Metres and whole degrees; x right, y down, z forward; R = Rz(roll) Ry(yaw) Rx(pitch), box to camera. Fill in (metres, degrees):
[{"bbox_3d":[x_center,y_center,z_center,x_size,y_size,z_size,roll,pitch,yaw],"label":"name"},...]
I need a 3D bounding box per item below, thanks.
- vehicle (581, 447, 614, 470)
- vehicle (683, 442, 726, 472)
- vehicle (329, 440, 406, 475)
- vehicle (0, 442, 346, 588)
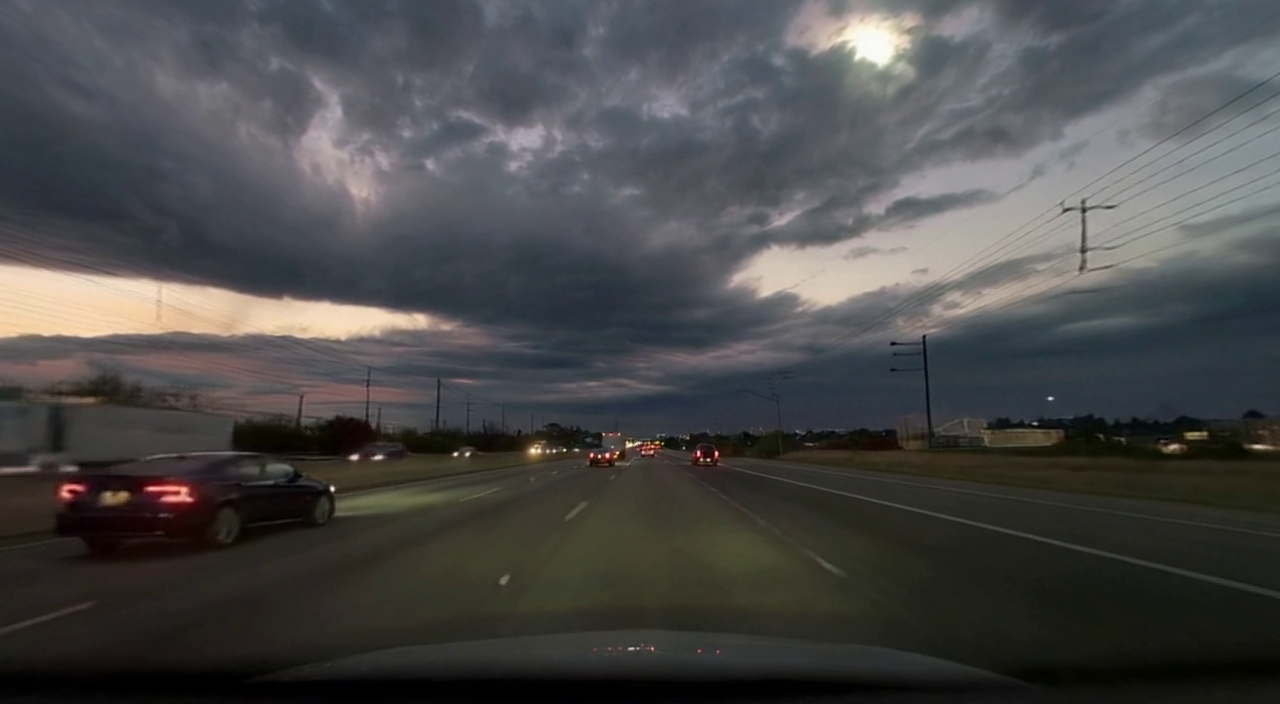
[{"bbox_3d":[-2.892,7.394,43.750,2.004,1.498,4.043,0,-9,0],"label":"vehicle"},{"bbox_3d":[4.146,6.808,41.105,2.214,1.799,4.627,0,-9,-1],"label":"vehicle"},{"bbox_3d":[-14.895,5.809,34.783,2.134,1.785,4.629,0,-9,1],"label":"vehicle"},{"bbox_3d":[-6.467,2.037,8.907,2.127,1.446,5.008,0,-9,1],"label":"vehicle"}]
